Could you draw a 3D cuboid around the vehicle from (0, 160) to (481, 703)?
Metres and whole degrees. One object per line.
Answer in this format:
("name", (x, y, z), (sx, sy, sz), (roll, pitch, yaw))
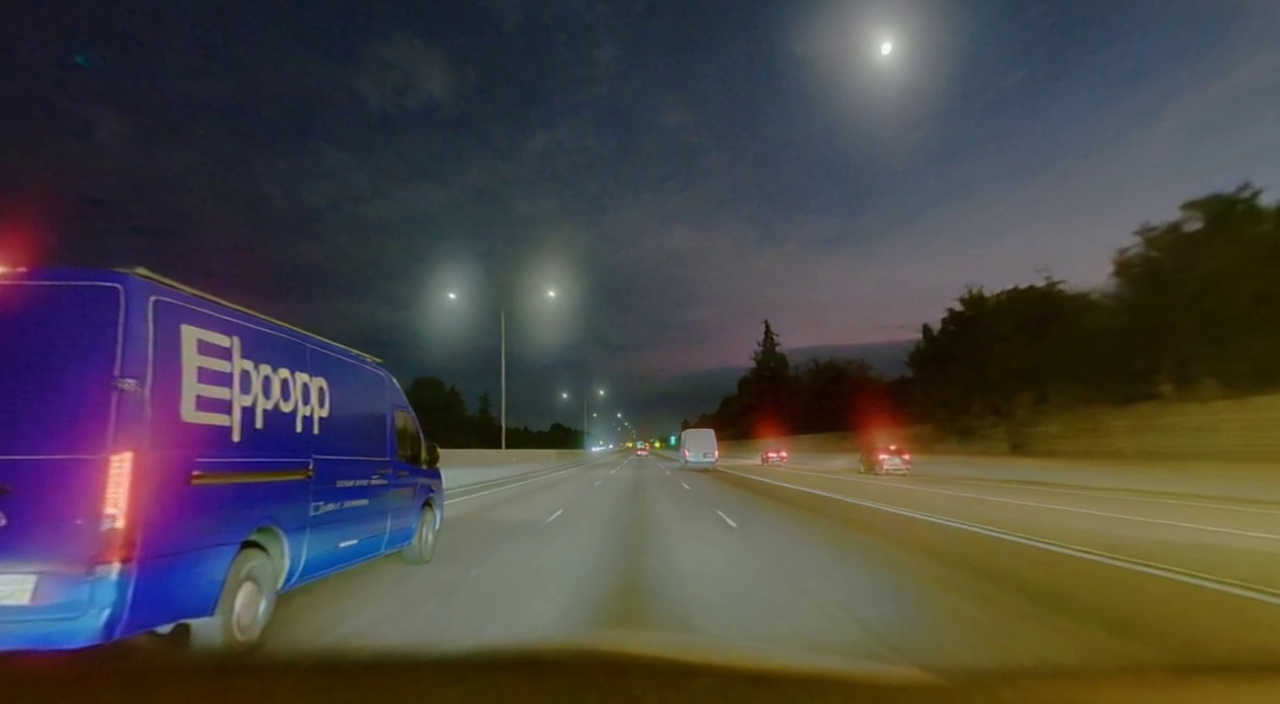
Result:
("vehicle", (-3.452, 0.940, 5.516), (2.409, 2.523, 6.275), (0, -9, 1))

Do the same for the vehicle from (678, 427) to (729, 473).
("vehicle", (3.722, 5.936, 38.182), (2.373, 2.561, 5.922), (0, -9, -1))
